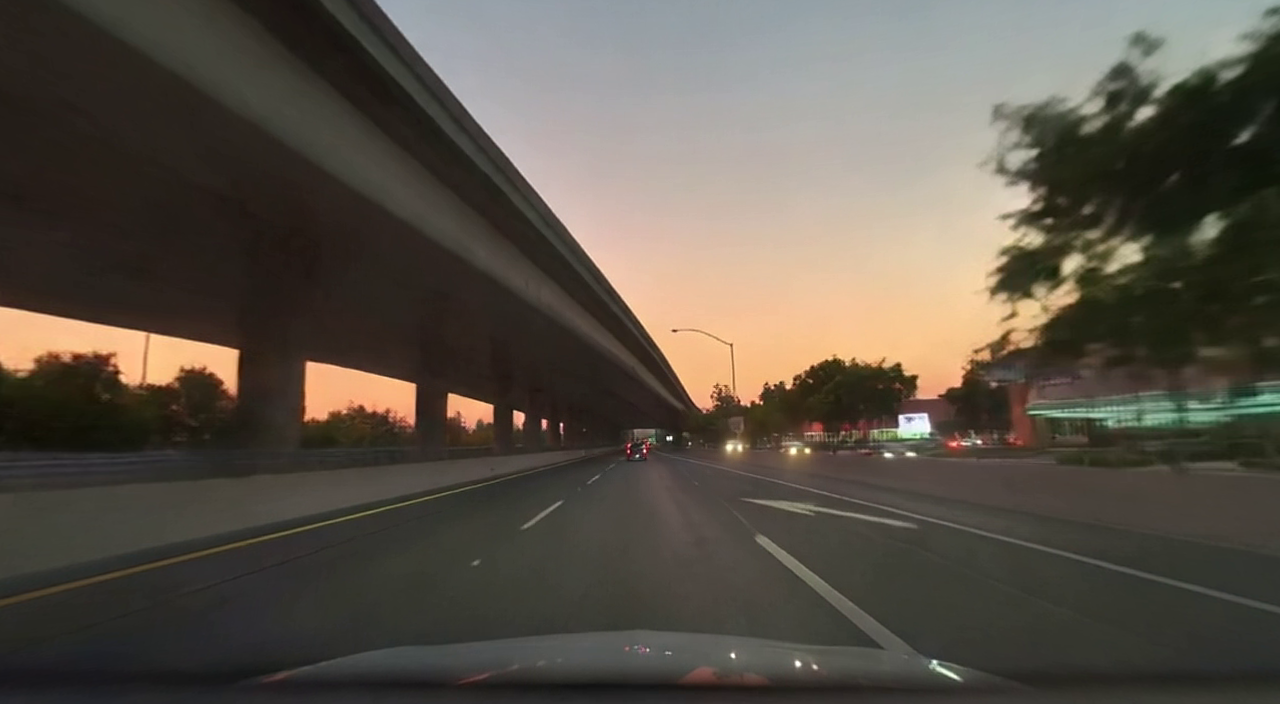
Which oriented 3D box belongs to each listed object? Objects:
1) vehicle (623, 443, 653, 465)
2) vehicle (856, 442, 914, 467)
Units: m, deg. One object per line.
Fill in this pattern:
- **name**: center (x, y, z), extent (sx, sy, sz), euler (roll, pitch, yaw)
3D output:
- **vehicle**: center (-0.183, 7.637, 47.215), extent (2.110, 1.555, 4.431), euler (0, -9, -1)
- **vehicle**: center (15.969, 6.722, 41.263), extent (1.987, 1.517, 4.405), euler (0, -9, 0)
